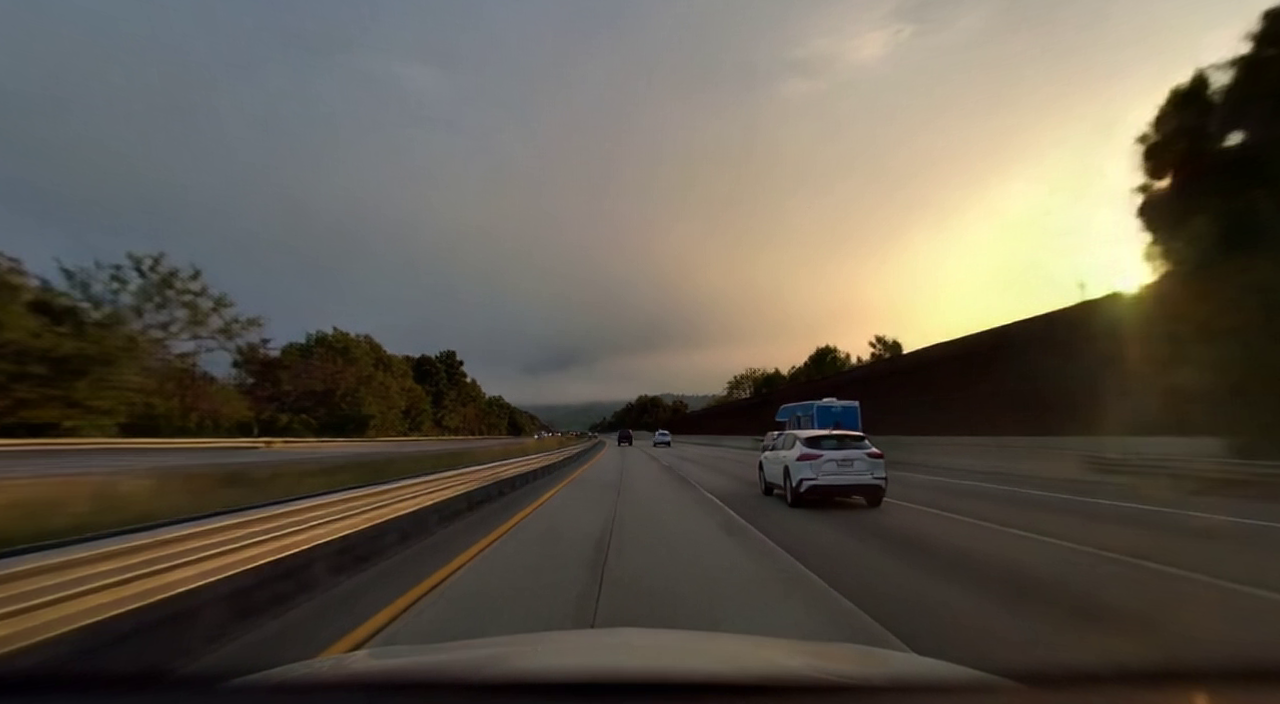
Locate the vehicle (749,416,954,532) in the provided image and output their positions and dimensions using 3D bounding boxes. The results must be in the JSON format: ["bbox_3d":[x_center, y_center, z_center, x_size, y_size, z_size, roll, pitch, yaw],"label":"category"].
[{"bbox_3d":[3.243,1.939,10.605,2.002,1.569,3.845,0,-8,-2],"label":"vehicle"}]
